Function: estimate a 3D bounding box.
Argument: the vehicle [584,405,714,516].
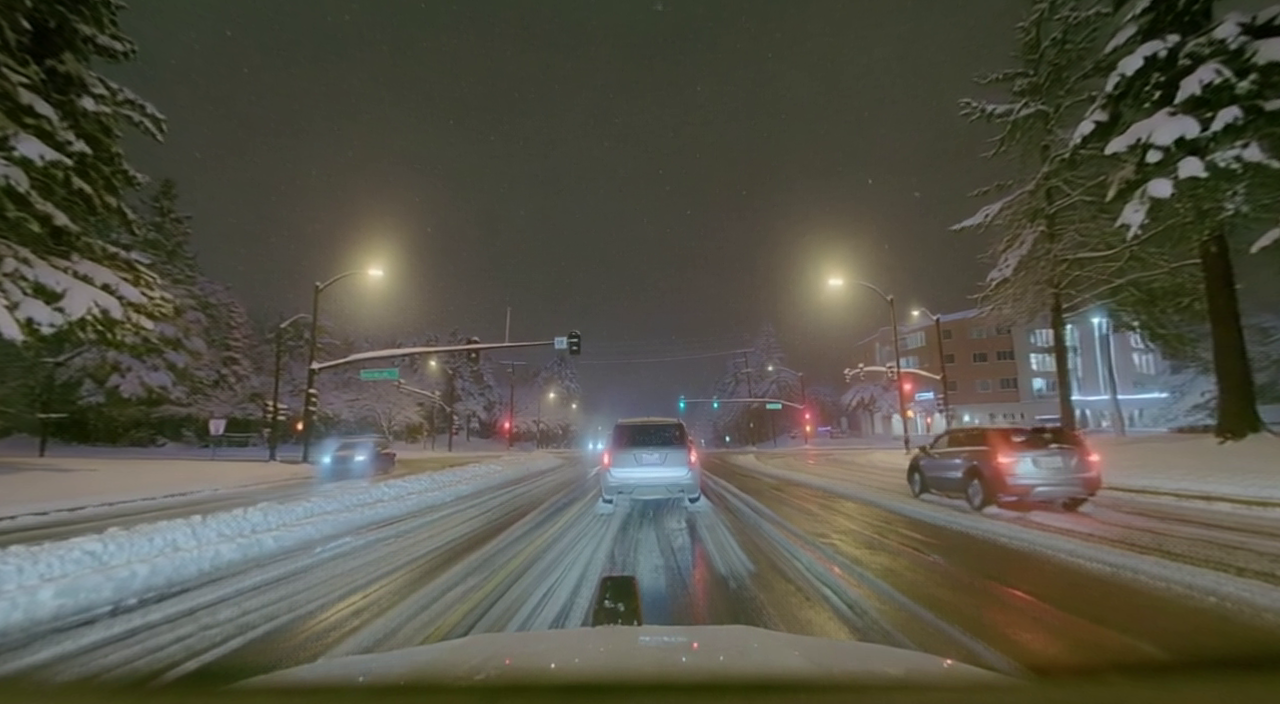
[{"bbox_3d":[0.199,2.266,13.554,2.267,1.926,4.708,0,-9,1],"label":"vehicle"}]

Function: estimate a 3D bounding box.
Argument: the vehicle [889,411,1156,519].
[{"bbox_3d":[7.026,2.147,12.411,2.447,1.707,4.396,0,-9,0],"label":"vehicle"}]

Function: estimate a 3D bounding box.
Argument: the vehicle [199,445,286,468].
[{"bbox_3d":[-29.993,7.891,47.831,5.244,1.715,1.950,0,-9,1],"label":"vehicle"}]

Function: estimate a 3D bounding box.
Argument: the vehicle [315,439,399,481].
[{"bbox_3d":[-12.209,4.664,27.659,2.209,1.627,4.582,1,-9,-10],"label":"vehicle"}]

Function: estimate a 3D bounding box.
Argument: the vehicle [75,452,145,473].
[{"bbox_3d":[-39.859,8.306,47.638,3.386,1.456,2.024,0,-9,0],"label":"vehicle"}]
